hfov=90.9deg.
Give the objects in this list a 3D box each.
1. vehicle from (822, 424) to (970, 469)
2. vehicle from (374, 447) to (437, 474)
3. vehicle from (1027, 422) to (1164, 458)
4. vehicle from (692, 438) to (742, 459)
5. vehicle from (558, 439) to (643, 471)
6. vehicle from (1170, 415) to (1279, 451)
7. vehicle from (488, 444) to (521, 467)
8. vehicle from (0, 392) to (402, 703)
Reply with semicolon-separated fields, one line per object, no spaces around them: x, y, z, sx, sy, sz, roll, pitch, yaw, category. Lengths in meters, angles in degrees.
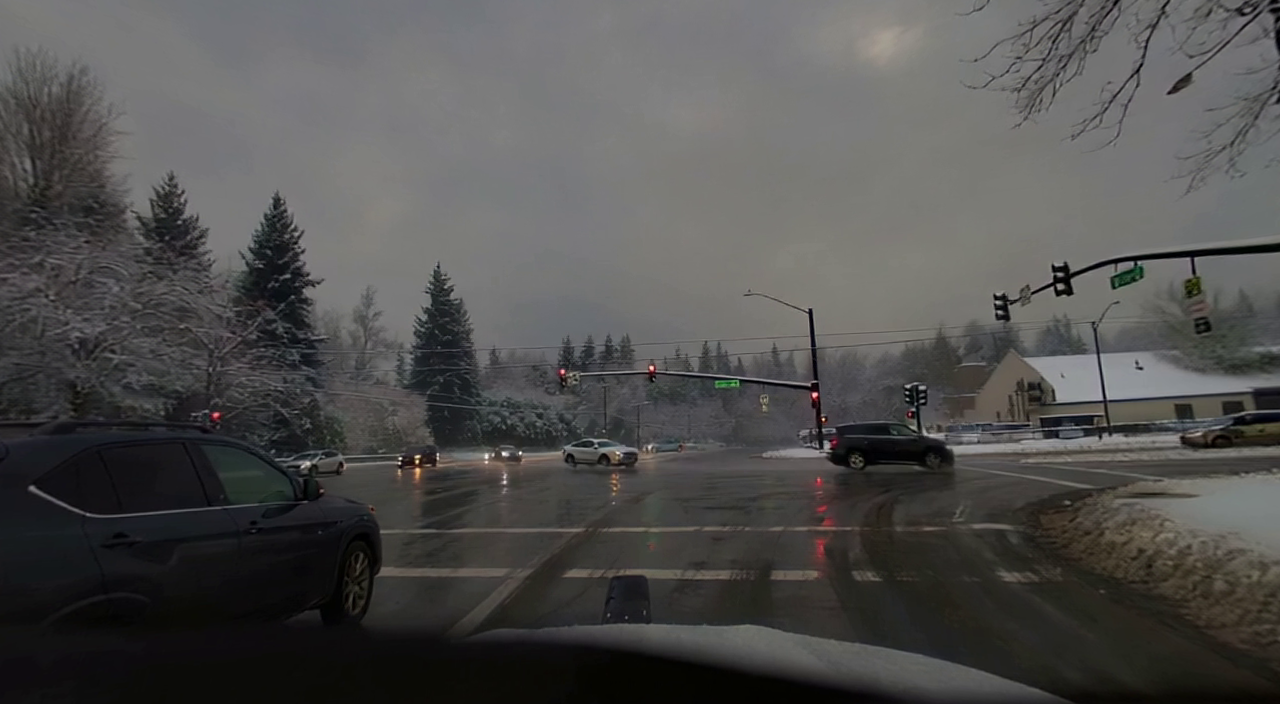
10.156;3.814;25.422;5.268;1.687;1.942;-3;-9;18;vehicle
-14.161;6.554;38.329;1.920;1.489;4.415;-1;-8;3;vehicle
19.946;3.866;27.737;4.552;1.492;2.002;0;-9;-4;vehicle
5.814;7.412;48.299;1.868;1.495;4.467;3;-9;-21;vehicle
-2.050;5.155;31.788;1.986;1.478;4.180;8;-12;-44;vehicle
26.858;3.657;28.403;4.240;1.540;1.944;0;-9;-4;vehicle
-9.088;6.955;42.525;1.841;1.450;4.364;1;-9;-8;vehicle
-2.952;0.986;2.713;1.924;1.482;4.734;0;-8;1;vehicle
